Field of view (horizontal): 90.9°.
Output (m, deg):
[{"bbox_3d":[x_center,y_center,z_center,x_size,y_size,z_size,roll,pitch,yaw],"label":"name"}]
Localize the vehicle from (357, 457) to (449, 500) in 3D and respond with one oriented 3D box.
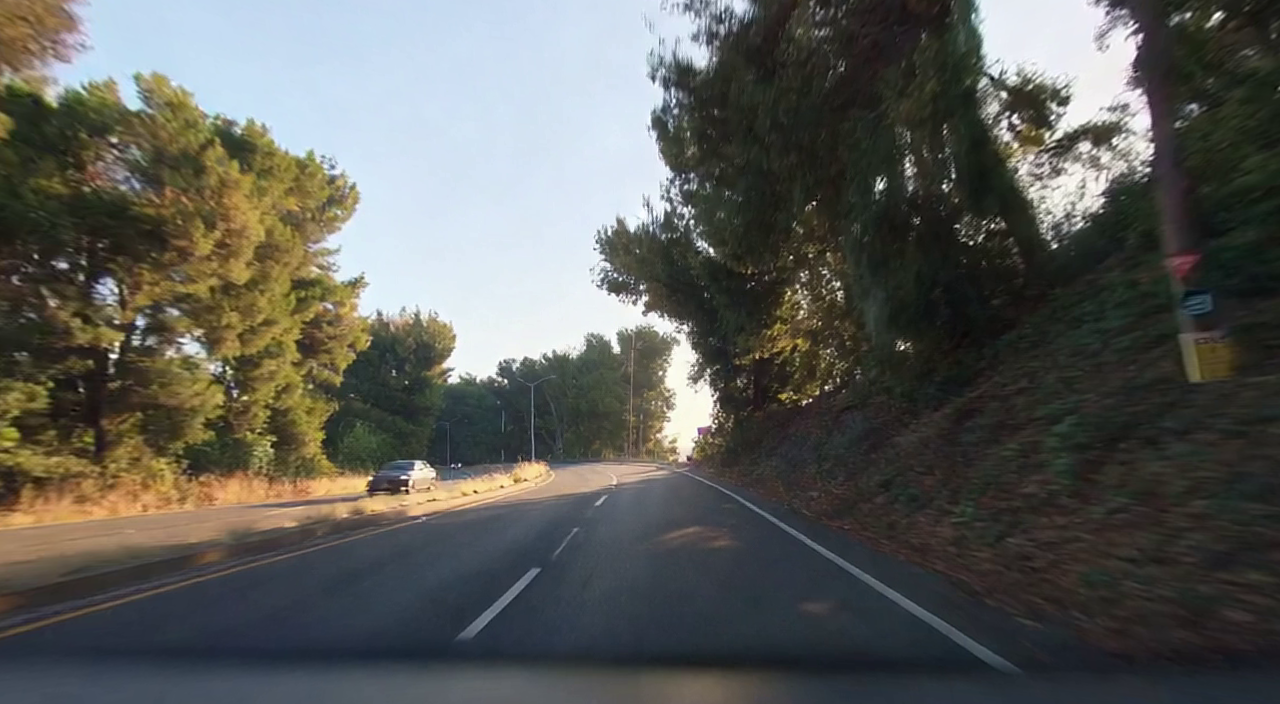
[{"bbox_3d":[-9.371,5.028,25.400,1.977,1.466,4.669,0,-9,-1],"label":"vehicle"}]
